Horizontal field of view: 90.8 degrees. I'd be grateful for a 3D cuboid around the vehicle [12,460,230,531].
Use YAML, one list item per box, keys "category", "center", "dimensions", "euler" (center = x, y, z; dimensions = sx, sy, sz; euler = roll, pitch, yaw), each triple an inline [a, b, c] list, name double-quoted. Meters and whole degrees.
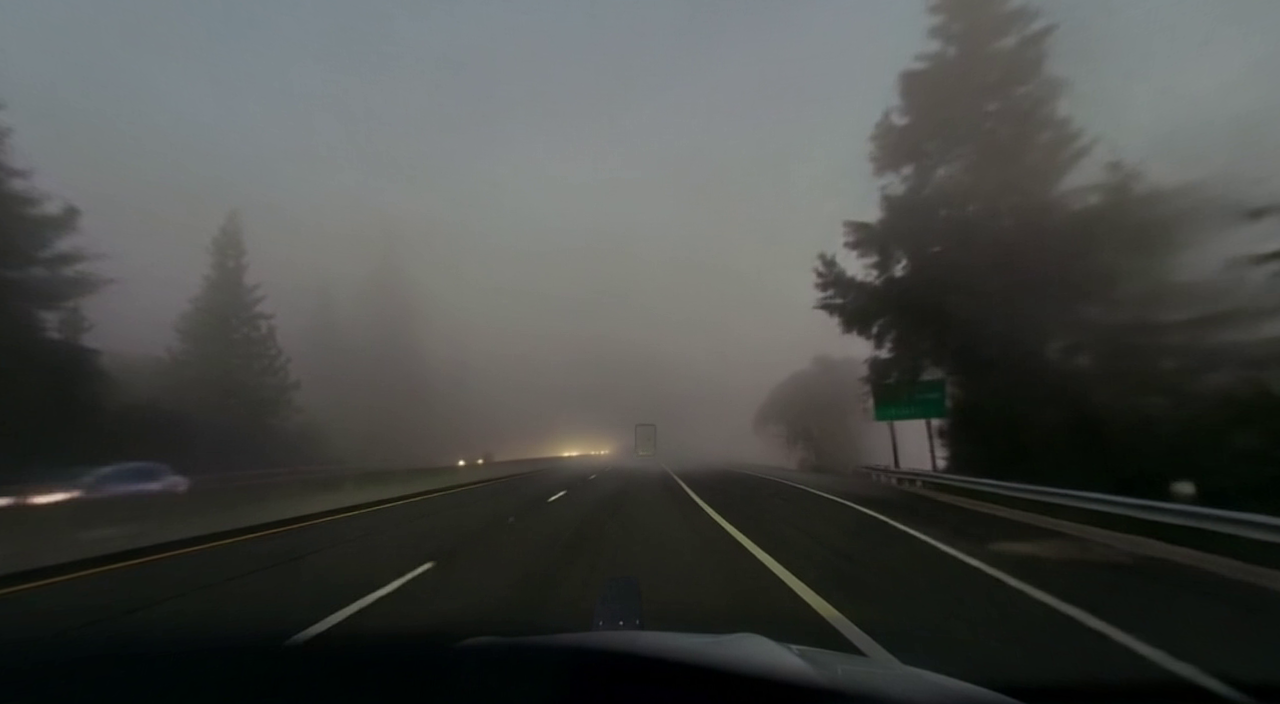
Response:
- category: "vehicle"
  center: [-13.310, 3.667, 16.649]
  dimensions: [1.994, 1.515, 4.361]
  euler: [0, -9, 1]
